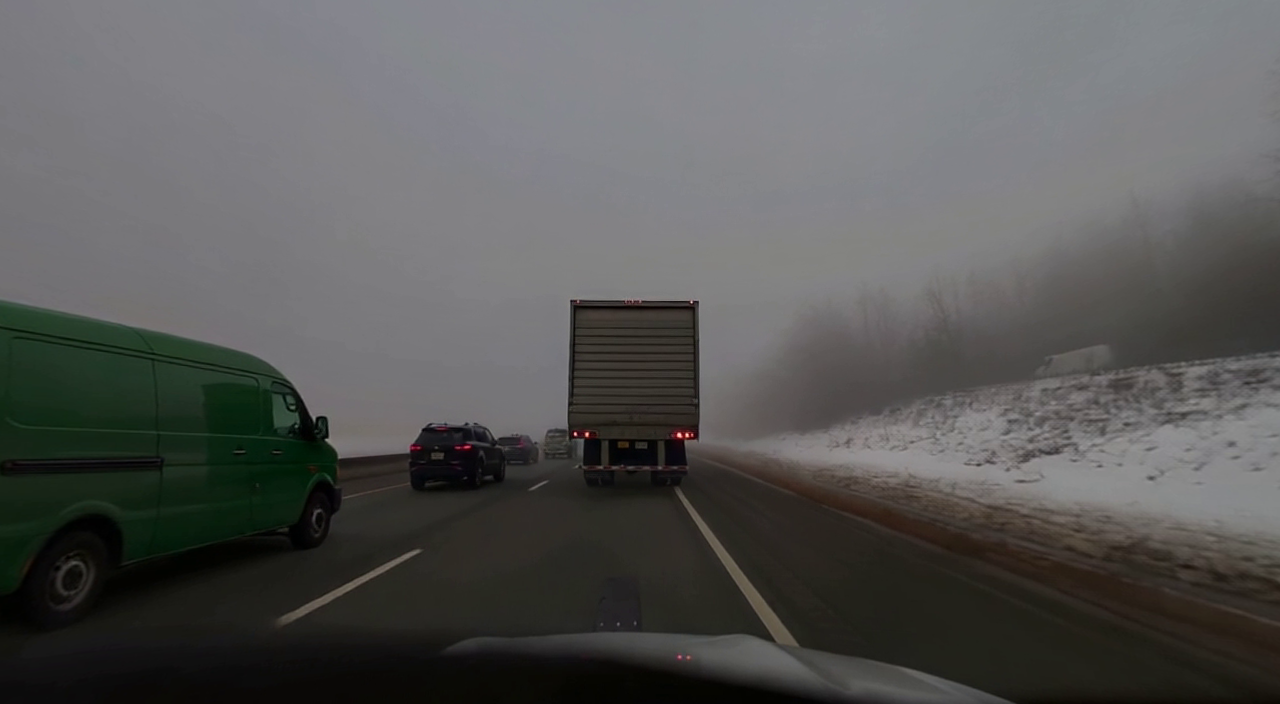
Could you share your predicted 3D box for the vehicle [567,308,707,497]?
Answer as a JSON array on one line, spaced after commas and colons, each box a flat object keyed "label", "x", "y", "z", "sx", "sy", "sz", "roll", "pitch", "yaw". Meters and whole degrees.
[{"label": "vehicle", "x": -0.045, "y": 1.724, "z": 18.476, "sx": 2.953, "sy": 4.041, "sz": 10.072, "roll": 0, "pitch": -8, "yaw": 0}]

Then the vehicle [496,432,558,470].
[{"label": "vehicle", "x": -4.861, "y": 4.317, "z": 27.695, "sx": 1.931, "sy": 1.539, "sz": 4.441, "roll": 0, "pitch": -8, "yaw": 0}]

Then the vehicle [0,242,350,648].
[{"label": "vehicle", "x": -5.239, "y": 0.837, "z": 5.818, "sx": 2.478, "sy": 2.515, "sz": 5.438, "roll": 0, "pitch": -8, "yaw": 0}]

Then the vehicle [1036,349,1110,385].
[{"label": "vehicle", "x": 28.107, "y": 1.027, "z": 41.008, "sx": 2.034, "sy": 1.625, "sz": 4.809, "roll": 7, "pitch": -6, "yaw": 10}]

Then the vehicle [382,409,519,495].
[{"label": "vehicle", "x": -4.897, "y": 2.670, "z": 17.190, "sx": 2.168, "sy": 1.985, "sz": 4.952, "roll": 0, "pitch": -8, "yaw": 0}]
